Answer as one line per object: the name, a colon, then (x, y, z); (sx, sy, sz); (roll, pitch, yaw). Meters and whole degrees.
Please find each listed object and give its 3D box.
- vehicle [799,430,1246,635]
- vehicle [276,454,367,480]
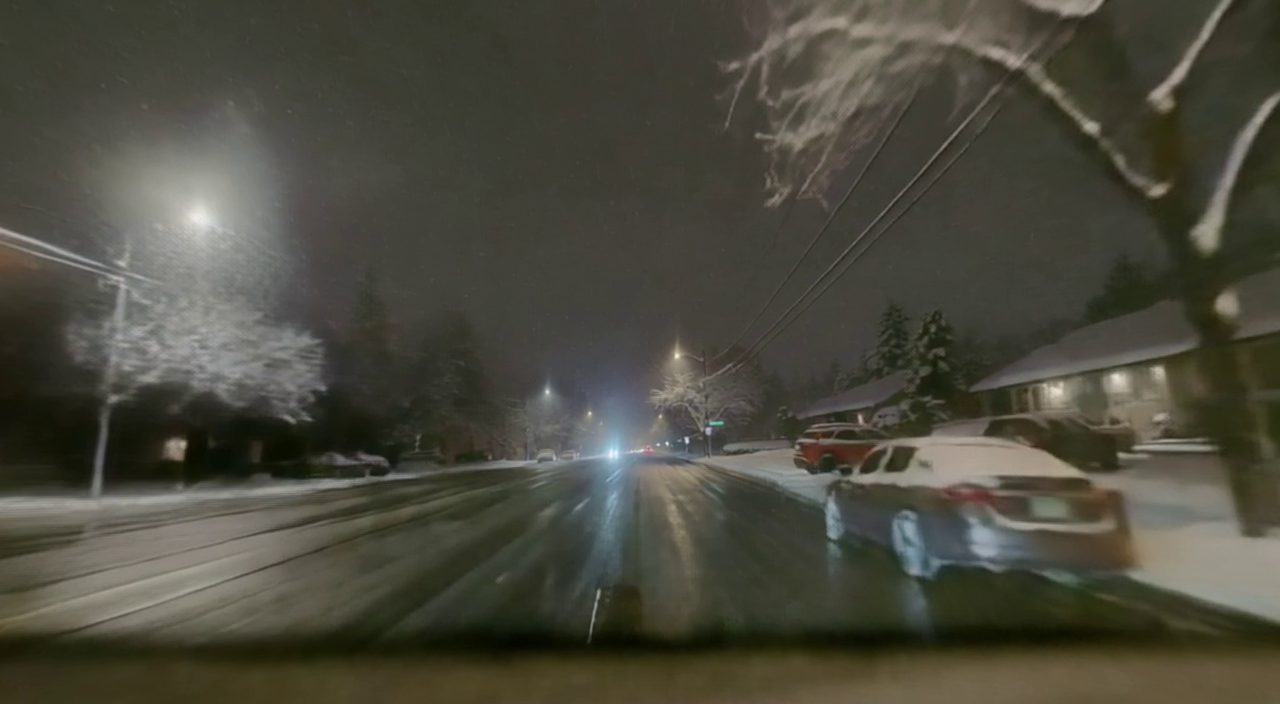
vehicle: (3.517, 1.722, 7.282); (2.037, 1.518, 4.904); (0, -8, -1)
vehicle: (-18.736, 6.747, 37.285); (4.450, 1.409, 1.990); (6, -10, -36)
